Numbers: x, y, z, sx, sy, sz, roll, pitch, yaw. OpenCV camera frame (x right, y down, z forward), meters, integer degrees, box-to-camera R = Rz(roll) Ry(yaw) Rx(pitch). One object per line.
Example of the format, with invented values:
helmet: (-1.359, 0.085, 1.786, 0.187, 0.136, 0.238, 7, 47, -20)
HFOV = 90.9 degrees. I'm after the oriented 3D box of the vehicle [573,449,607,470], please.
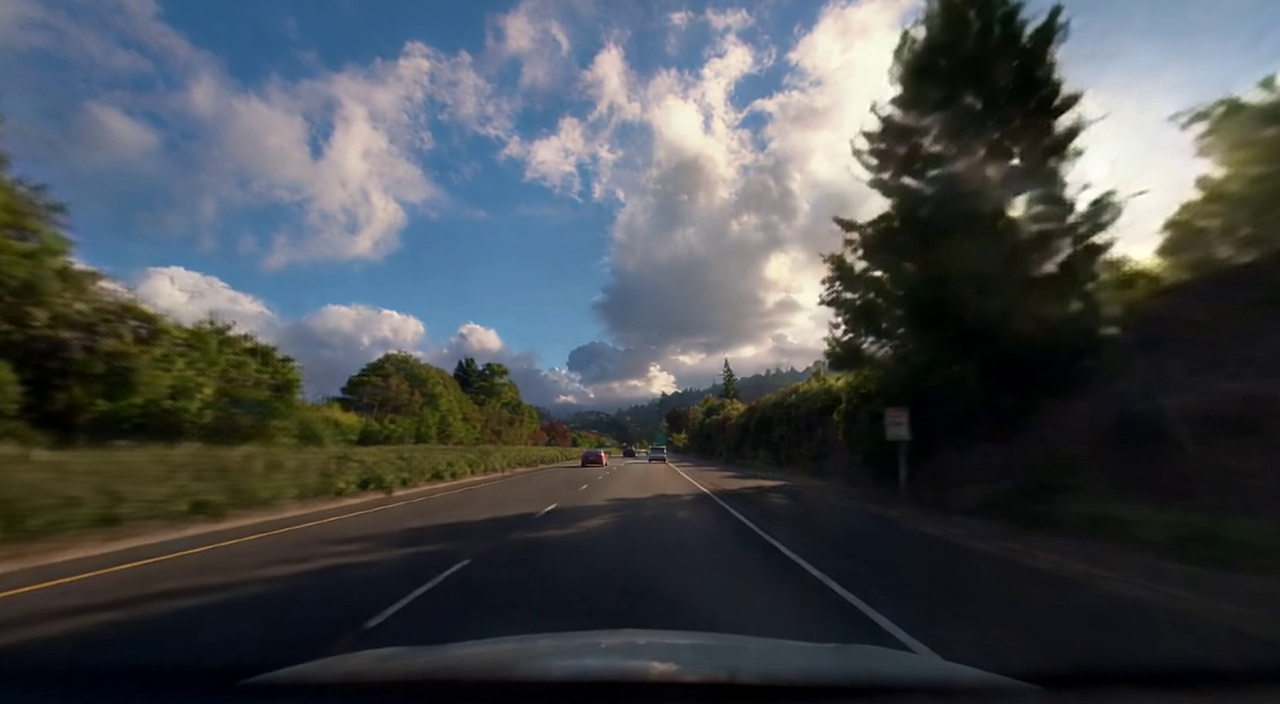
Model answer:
vehicle: (-3.564, 7.726, 45.314, 2.033, 1.449, 3.957, 0, -9, 1)
